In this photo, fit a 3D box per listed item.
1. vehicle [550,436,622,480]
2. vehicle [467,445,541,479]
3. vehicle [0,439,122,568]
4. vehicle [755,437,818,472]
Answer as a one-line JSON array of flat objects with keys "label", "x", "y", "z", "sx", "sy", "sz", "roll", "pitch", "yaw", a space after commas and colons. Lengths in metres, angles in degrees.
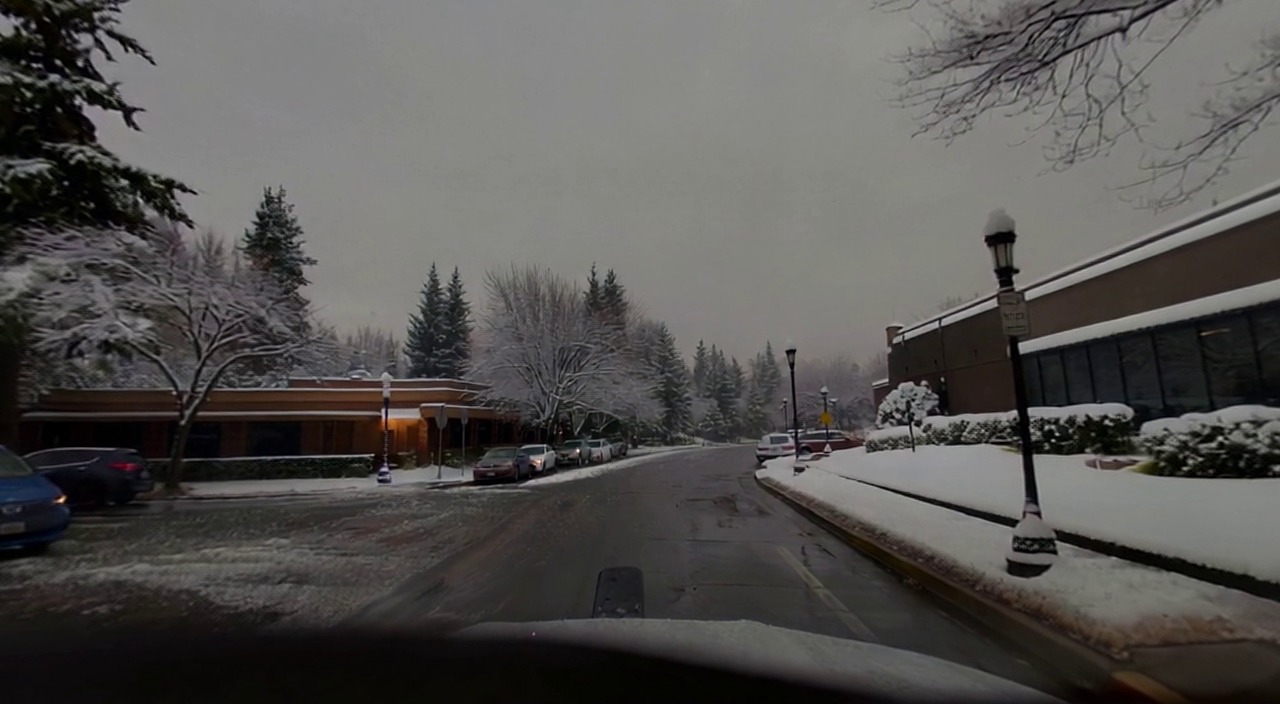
[{"label": "vehicle", "x": -2.122, "y": 4.384, "z": 26.341, "sx": 2.110, "sy": 1.651, "sz": 4.410, "roll": -1, "pitch": -9, "yaw": 7}, {"label": "vehicle", "x": -6.067, "y": 4.960, "z": 28.736, "sx": 1.968, "sy": 1.443, "sz": 4.358, "roll": -1, "pitch": -9, "yaw": 6}, {"label": "vehicle", "x": -10.113, "y": 2.069, "z": 8.955, "sx": 4.141, "sy": 1.620, "sz": 1.876, "roll": -2, "pitch": -9, "yaw": 9}, {"label": "vehicle", "x": 6.694, "y": 4.724, "z": 29.345, "sx": 1.918, "sy": 1.461, "sz": 4.419, "roll": 0, "pitch": -8, "yaw": 1}]
